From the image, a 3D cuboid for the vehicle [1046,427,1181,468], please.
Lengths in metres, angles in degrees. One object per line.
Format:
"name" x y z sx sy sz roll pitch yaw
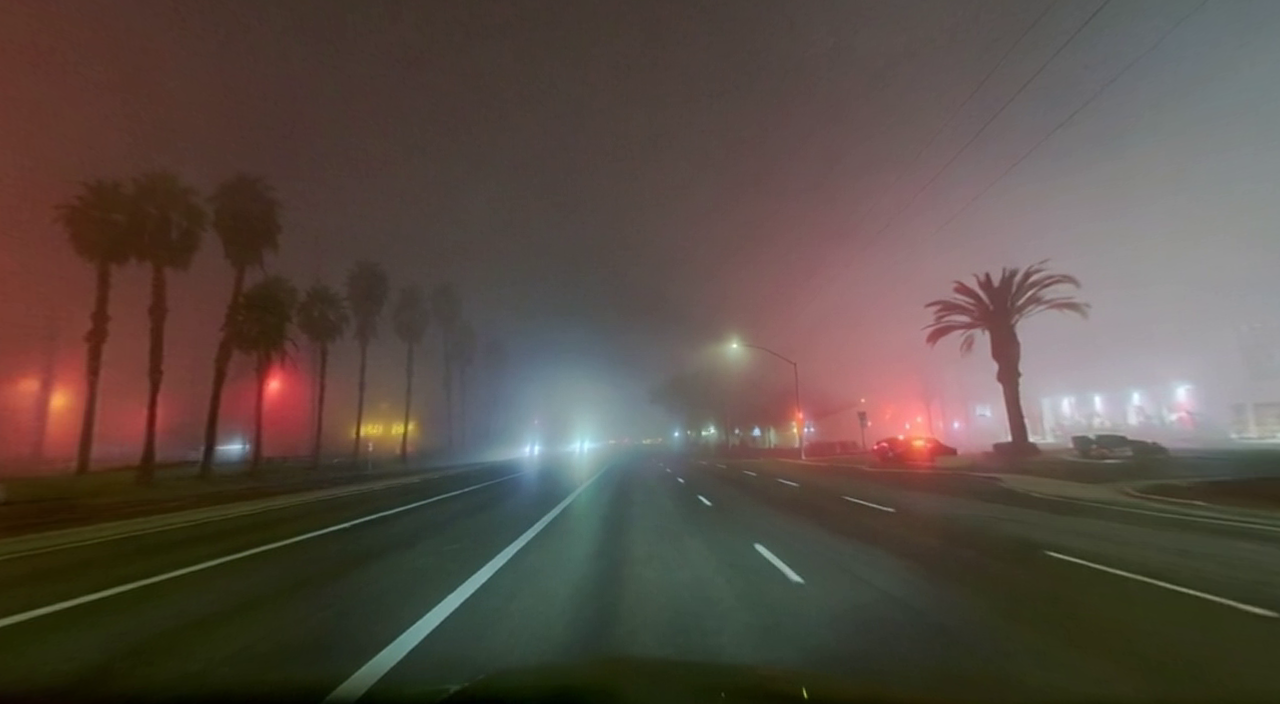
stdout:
"vehicle" 21.534 4.357 28.871 4.620 1.475 1.904 -3 -8 -3
